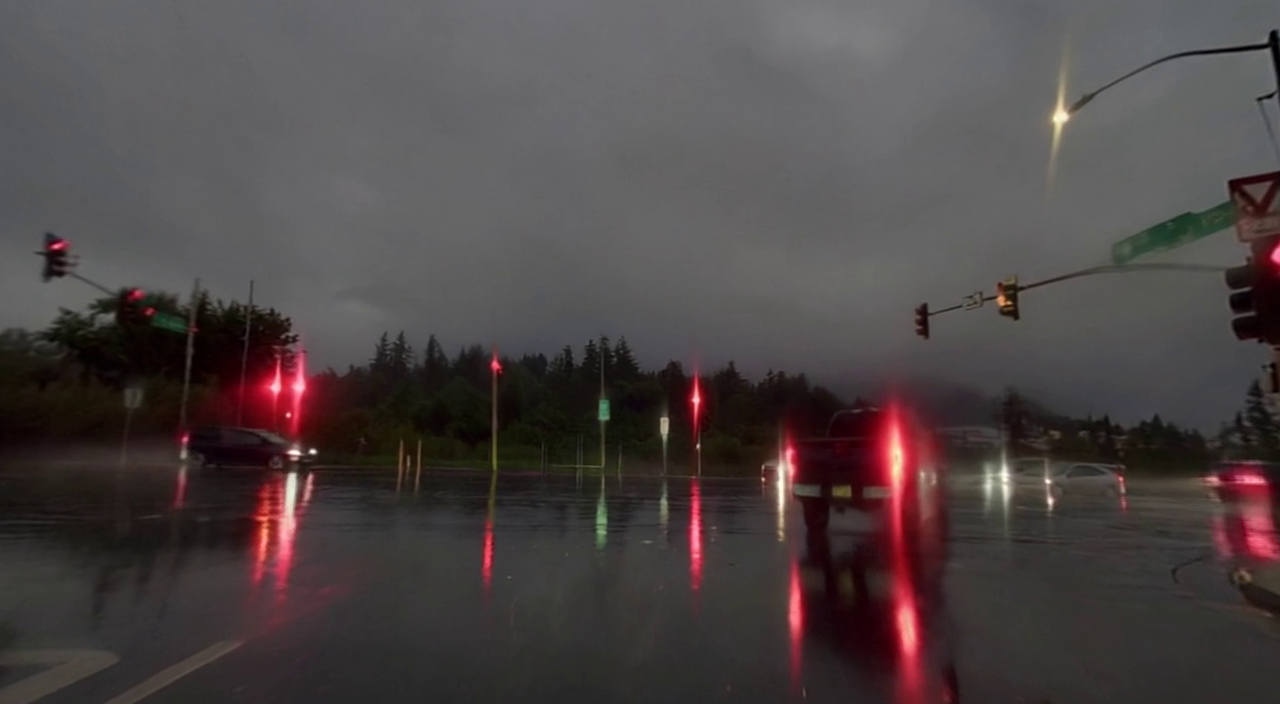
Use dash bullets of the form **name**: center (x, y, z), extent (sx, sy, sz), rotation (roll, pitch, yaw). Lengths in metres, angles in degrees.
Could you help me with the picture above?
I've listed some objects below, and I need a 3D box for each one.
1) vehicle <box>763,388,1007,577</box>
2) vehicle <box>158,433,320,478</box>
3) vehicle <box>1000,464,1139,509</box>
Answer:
- **vehicle**: center (4.724, 2.148, 11.379), extent (2.851, 2.400, 5.978), rotation (-5, -10, 32)
- **vehicle**: center (-15.218, 3.937, 24.163), extent (1.964, 1.525, 4.750), rotation (-7, -11, 40)
- **vehicle**: center (17.891, 5.610, 26.386), extent (4.356, 1.498, 1.957), rotation (-3, -8, -2)
